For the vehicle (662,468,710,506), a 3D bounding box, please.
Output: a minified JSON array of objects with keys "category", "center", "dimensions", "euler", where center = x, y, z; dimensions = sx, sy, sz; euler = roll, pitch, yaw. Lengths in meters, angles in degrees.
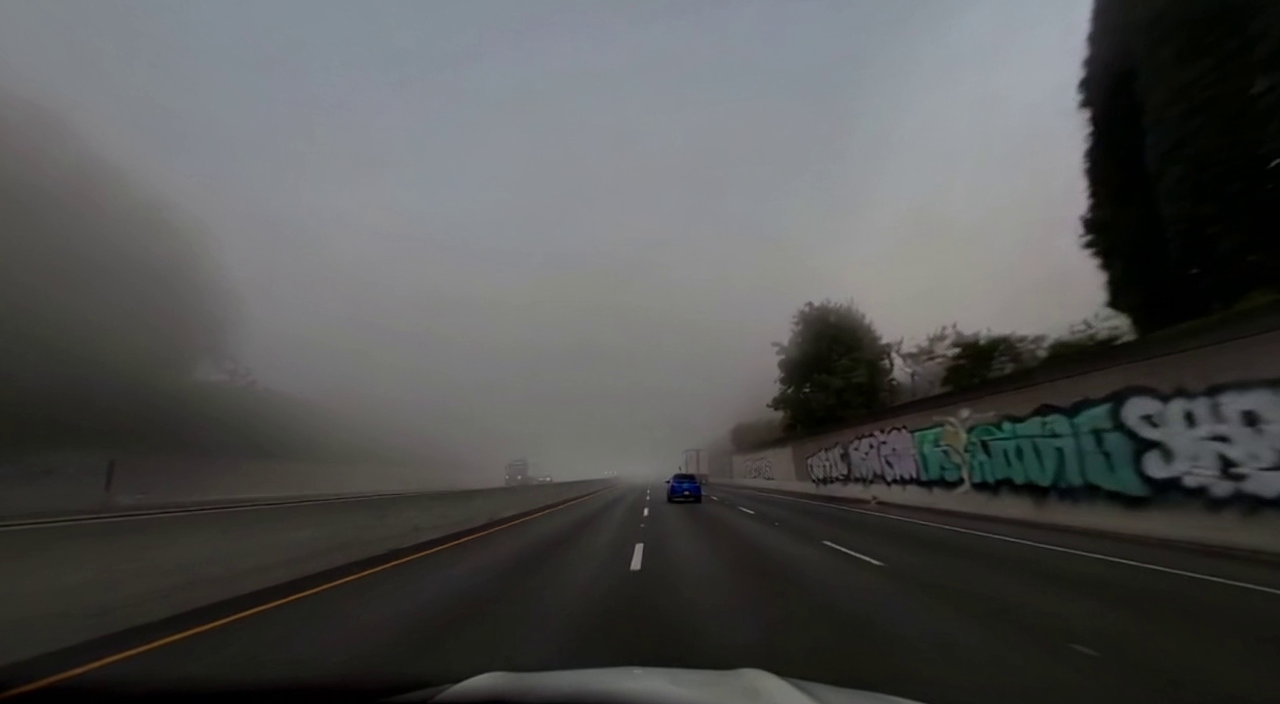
[{"category":"vehicle","center":[2.099,6.293,29.544],"dimensions":[2.011,1.574,3.512],"euler":[2,-10,1]}]
